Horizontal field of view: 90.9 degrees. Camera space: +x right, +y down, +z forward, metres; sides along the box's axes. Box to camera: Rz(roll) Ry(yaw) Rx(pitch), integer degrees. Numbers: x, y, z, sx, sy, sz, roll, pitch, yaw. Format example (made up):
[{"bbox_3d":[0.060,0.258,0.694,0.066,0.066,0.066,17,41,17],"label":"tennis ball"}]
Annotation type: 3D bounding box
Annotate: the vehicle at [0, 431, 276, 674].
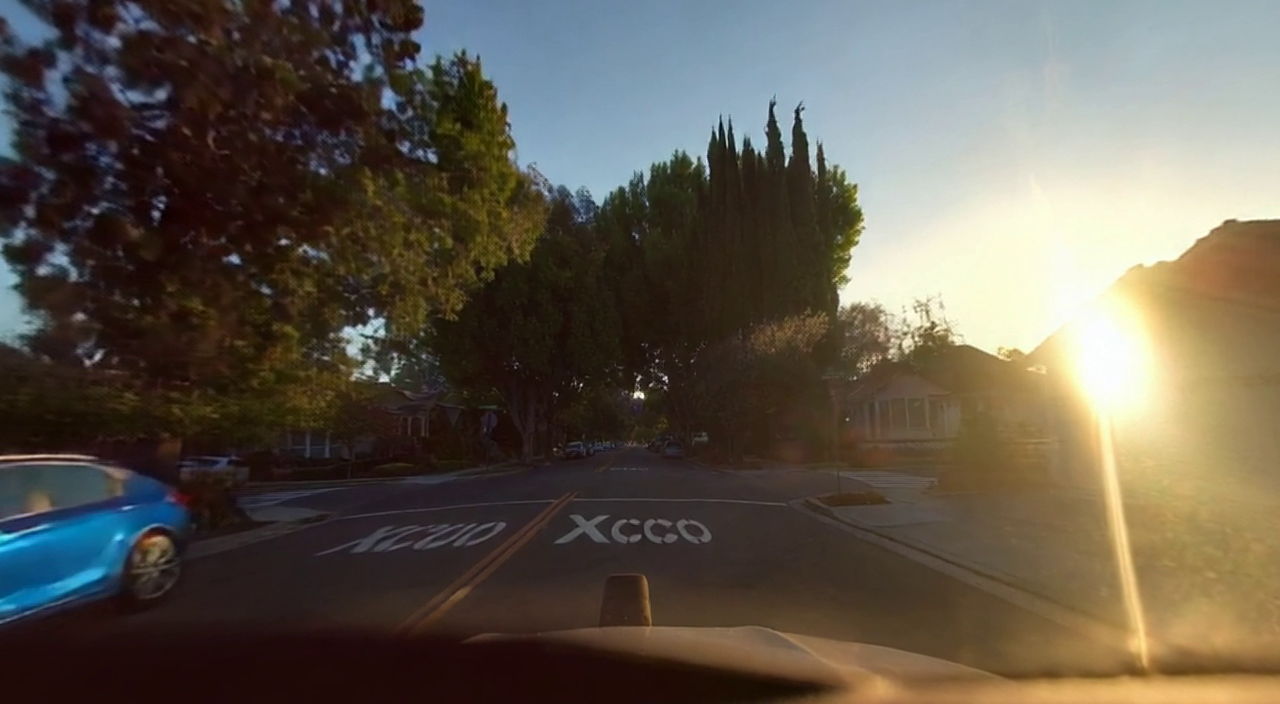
[{"bbox_3d":[-5.220,1.432,4.950,2.038,1.571,4.524,0,-8,-1],"label":"vehicle"}]
